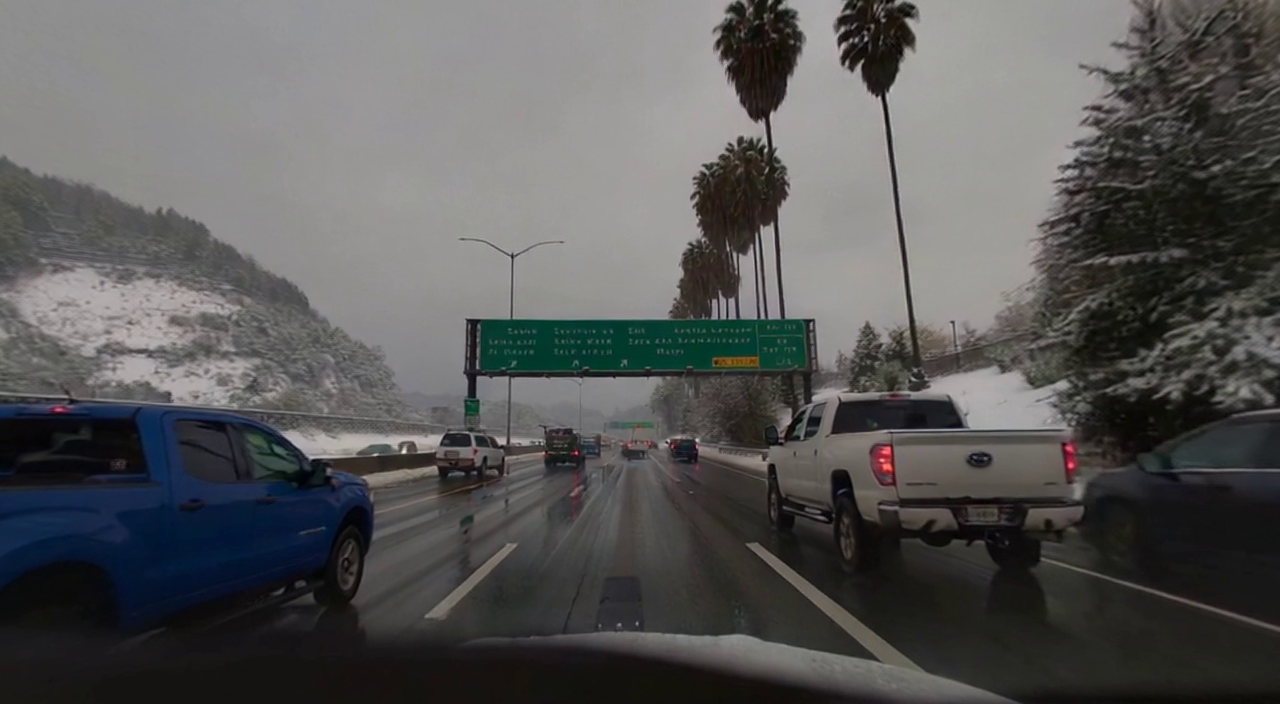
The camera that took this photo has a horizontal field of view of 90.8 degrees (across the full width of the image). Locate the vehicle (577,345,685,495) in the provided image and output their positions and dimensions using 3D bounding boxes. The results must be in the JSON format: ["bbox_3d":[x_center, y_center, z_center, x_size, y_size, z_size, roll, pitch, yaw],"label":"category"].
[{"bbox_3d":[-0.141,2.620,22.479,2.906,4.040,10.743,0,-9,1],"label":"vehicle"}]

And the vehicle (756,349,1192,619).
[{"bbox_3d":[3.119,1.439,7.808,2.245,2.103,5.613,0,-9,-1],"label":"vehicle"}]

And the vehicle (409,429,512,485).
[{"bbox_3d":[-6.841,4.095,24.890,2.344,1.954,5.579,0,-9,1],"label":"vehicle"}]

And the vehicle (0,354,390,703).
[{"bbox_3d":[-3.218,1.053,3.594,1.885,1.654,4.103,0,-9,0],"label":"vehicle"}]

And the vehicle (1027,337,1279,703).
[{"bbox_3d":[3.184,0.503,1.201,1.859,1.416,4.695,0,-9,-1],"label":"vehicle"}]
